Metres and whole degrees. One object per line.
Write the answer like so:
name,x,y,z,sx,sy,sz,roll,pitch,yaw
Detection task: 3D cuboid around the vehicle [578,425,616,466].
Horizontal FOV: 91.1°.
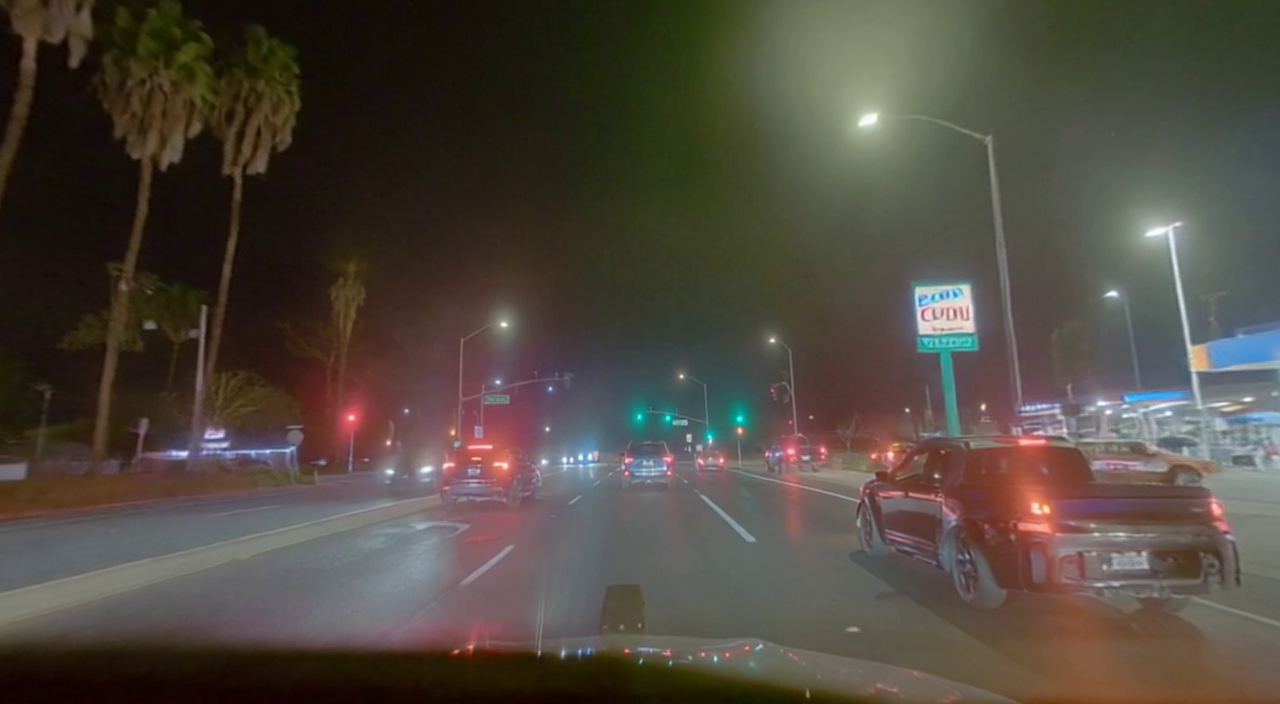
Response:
vehicle,-3.114,6.978,46.767,2.393,2.865,5.466,0,-8,0

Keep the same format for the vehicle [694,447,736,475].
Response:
vehicle,4.117,6.051,35.082,1.901,1.401,3.965,0,-8,1

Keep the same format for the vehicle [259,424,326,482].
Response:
vehicle,-18.438,5.316,33.238,2.109,2.870,3.441,8,-11,-43

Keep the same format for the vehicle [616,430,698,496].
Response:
vehicle,0.478,3.530,20.403,2.295,1.835,5.471,0,-8,0

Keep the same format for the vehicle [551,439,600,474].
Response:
vehicle,-3.452,5.713,34.637,2.071,1.811,4.605,0,-8,2

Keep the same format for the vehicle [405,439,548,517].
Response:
vehicle,-3.554,2.826,14.712,1.983,1.502,4.720,0,-8,2

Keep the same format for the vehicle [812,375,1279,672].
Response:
vehicle,3.672,1.453,6.706,2.120,1.828,5.531,0,-8,0
